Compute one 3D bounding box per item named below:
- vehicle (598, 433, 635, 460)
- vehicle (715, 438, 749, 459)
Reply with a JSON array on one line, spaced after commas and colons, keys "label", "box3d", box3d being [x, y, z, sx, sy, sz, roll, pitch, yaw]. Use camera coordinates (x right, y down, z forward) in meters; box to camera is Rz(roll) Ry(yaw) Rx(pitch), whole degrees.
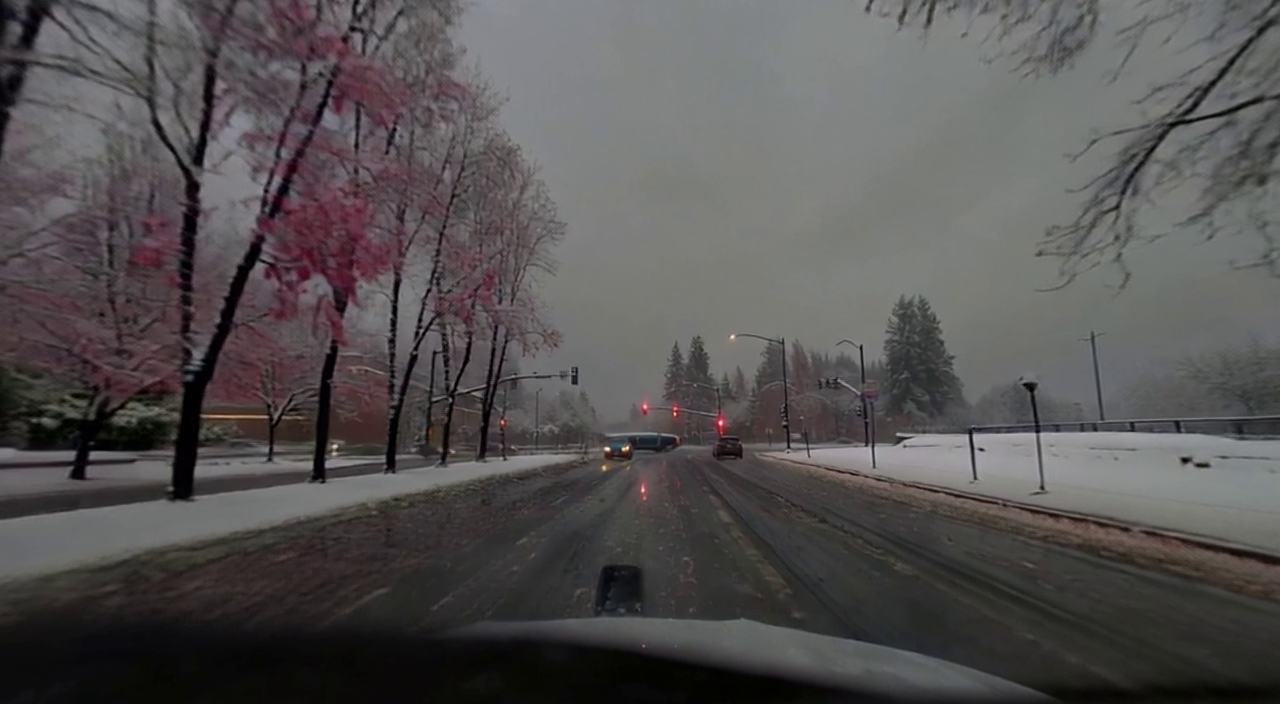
[{"label": "vehicle", "box3d": [-1.507, 6.339, 42.294, 1.995, 1.703, 4.367, -1, -9, 5]}, {"label": "vehicle", "box3d": [6.672, 7.056, 46.244, 2.007, 1.466, 4.291, -1, -9, 3]}]
